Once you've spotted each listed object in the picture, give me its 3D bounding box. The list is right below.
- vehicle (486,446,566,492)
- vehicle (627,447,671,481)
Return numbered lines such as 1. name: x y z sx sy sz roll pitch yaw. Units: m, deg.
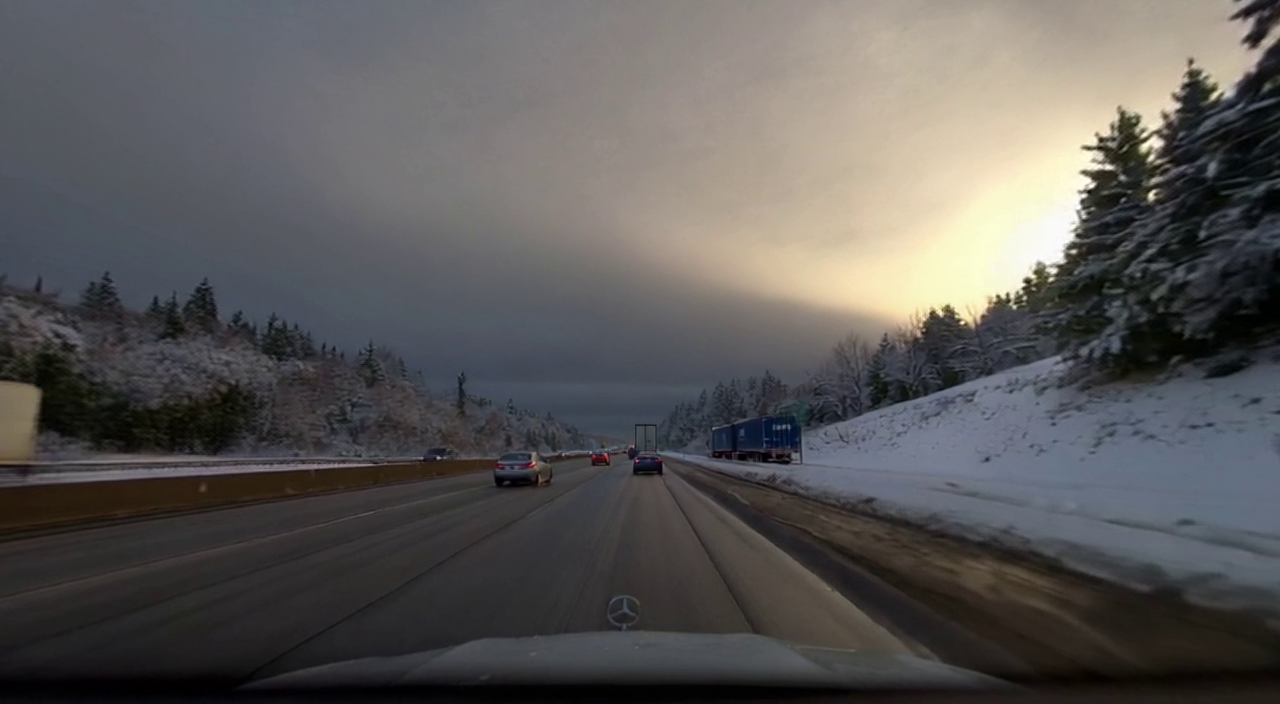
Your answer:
1. vehicle: -4.021 4.194 23.011 2.018 1.504 4.431 0 -9 1
2. vehicle: 0.413 5.376 30.466 1.991 1.507 3.391 0 -9 0
